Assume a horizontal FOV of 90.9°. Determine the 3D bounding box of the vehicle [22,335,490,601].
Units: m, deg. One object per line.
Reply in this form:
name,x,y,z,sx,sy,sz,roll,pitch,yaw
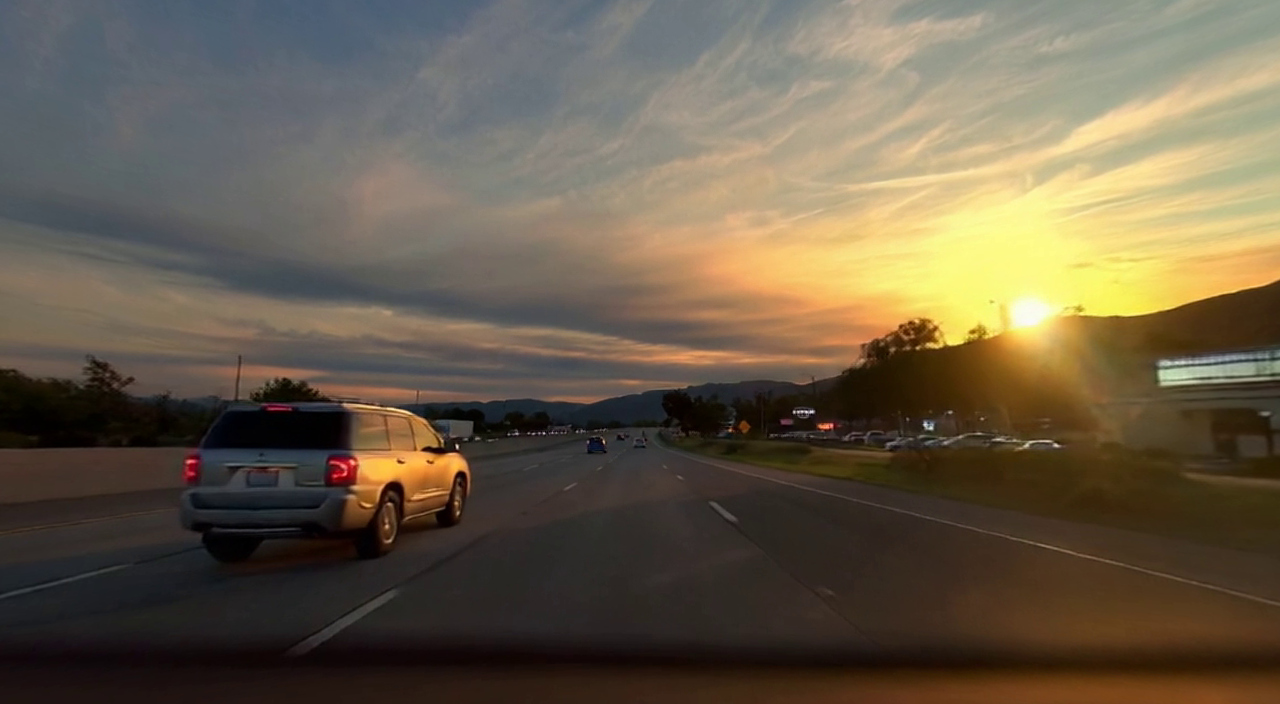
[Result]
vehicle,-3.872,1.367,8.194,2.352,2.209,5.802,0,-8,1
